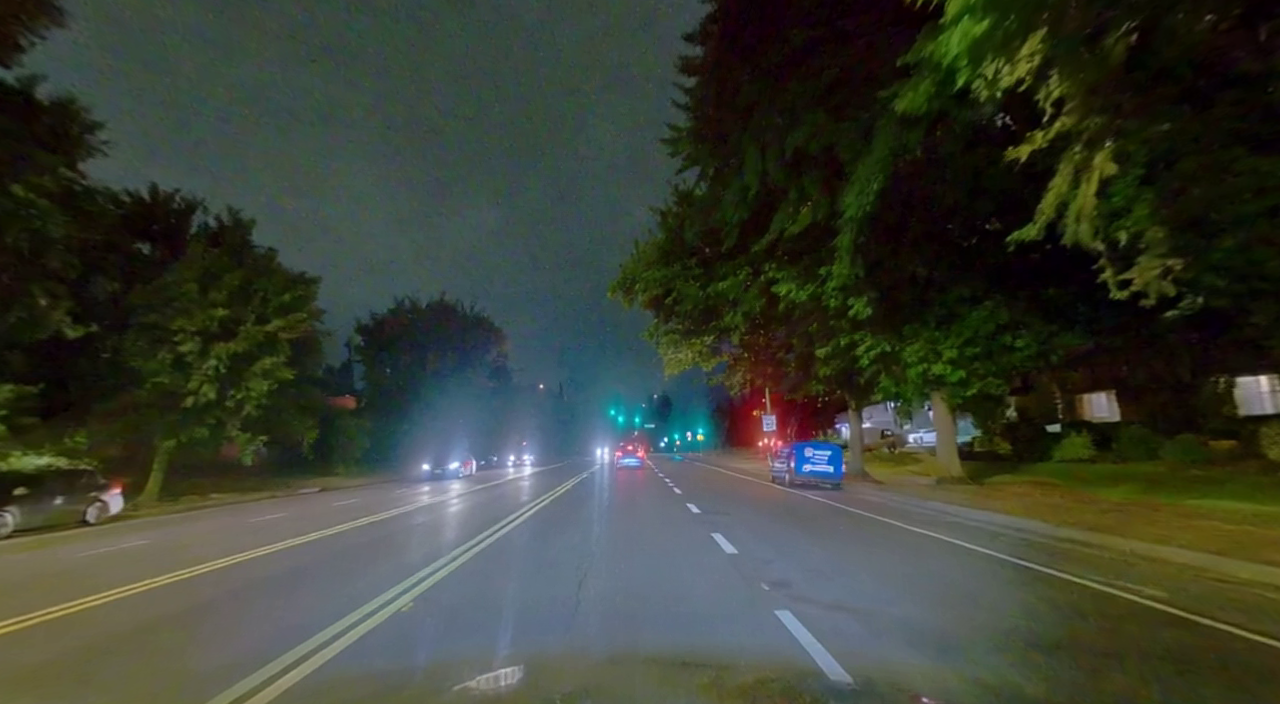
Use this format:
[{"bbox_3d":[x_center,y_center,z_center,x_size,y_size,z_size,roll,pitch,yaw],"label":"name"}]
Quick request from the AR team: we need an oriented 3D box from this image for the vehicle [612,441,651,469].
[{"bbox_3d":[-0.498,5.830,35.801,2.104,1.462,3.991,0,-9,-1],"label":"vehicle"}]

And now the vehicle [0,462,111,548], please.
[{"bbox_3d":[-12.652,2.858,11.488,1.926,1.543,4.959,-4,-10,-2],"label":"vehicle"}]

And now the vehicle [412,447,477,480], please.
[{"bbox_3d":[-9.911,5.683,32.377,1.992,1.547,4.292,0,-9,0],"label":"vehicle"}]

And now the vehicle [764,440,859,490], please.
[{"bbox_3d":[5.716,3.819,21.656,1.926,1.555,4.106,1,-9,-3],"label":"vehicle"}]
